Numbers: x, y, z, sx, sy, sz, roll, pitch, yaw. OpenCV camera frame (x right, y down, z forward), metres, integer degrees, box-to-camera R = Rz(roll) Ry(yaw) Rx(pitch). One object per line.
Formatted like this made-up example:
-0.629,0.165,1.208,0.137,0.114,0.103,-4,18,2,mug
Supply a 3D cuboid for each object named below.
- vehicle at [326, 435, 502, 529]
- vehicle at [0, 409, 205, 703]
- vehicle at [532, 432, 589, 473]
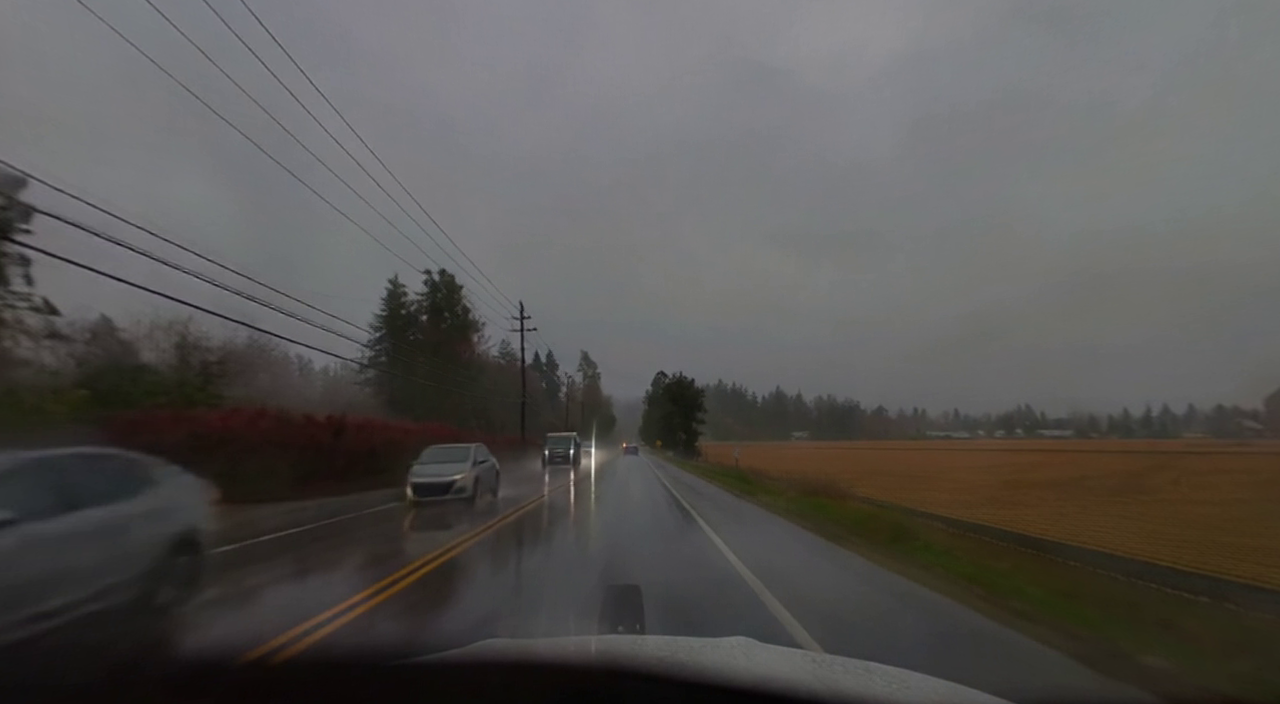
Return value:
-4.701,2.731,14.106,2.224,1.612,4.927,-2,-8,-1,vehicle
-4.657,1.069,2.795,2.153,1.630,4.822,-1,-8,-2,vehicle
-4.737,6.083,38.735,2.762,2.167,6.359,-2,-8,-2,vehicle
